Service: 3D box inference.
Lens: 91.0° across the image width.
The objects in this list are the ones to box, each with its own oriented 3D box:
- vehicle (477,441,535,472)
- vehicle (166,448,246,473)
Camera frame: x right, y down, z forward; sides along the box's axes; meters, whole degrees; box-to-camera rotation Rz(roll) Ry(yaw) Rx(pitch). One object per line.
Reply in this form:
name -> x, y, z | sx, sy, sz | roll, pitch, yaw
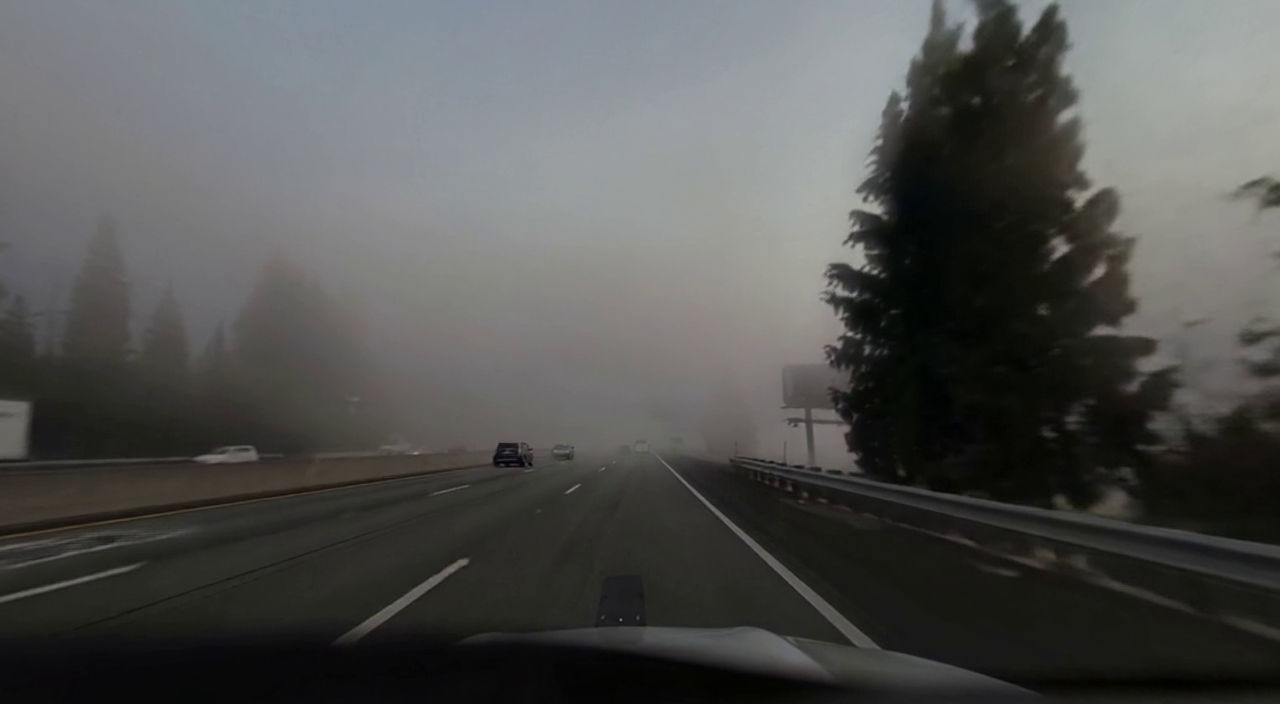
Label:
vehicle -> -7.155, 5.624, 34.096 | 2.008, 1.520, 4.731 | 0, -9, 1
vehicle -> -28.707, 7.147, 41.855 | 1.925, 1.562, 4.733 | 0, -9, 1
